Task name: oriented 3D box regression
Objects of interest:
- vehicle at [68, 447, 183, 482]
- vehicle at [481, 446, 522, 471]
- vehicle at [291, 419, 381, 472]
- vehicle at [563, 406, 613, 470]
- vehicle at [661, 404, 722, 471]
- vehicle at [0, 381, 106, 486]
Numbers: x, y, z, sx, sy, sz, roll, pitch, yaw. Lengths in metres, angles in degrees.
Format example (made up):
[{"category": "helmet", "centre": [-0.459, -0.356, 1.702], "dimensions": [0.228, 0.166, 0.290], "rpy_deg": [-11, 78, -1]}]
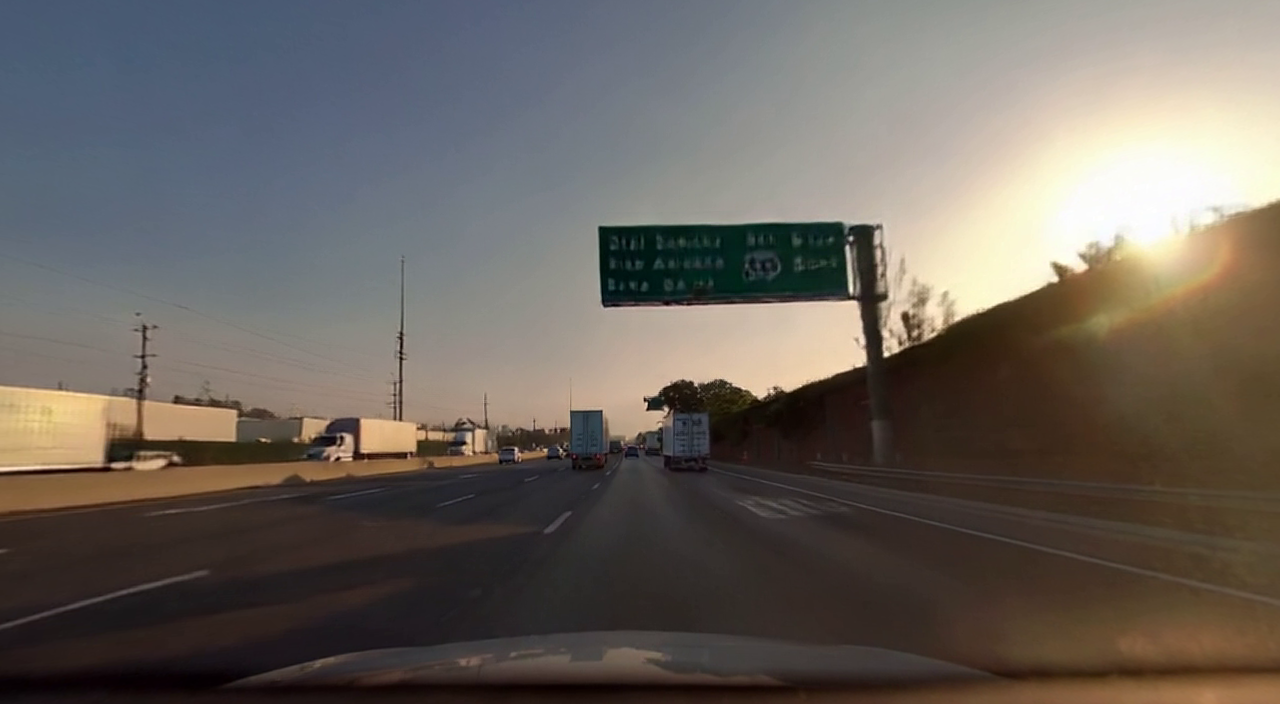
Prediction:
[{"category": "vehicle", "centre": [-26.761, 5.840, 33.155], "dimensions": [1.780, 1.632, 4.772], "rpy_deg": [0, -9, 4]}, {"category": "vehicle", "centre": [-9.972, 7.693, 45.861], "dimensions": [2.132, 1.679, 4.045], "rpy_deg": [0, -9, -1]}, {"category": "vehicle", "centre": [-23.464, 7.298, 49.397], "dimensions": [3.052, 3.783, 7.778], "rpy_deg": [0, -9, 0]}, {"category": "vehicle", "centre": [-3.650, 6.484, 47.798], "dimensions": [2.848, 4.098, 13.421], "rpy_deg": [0, -8, -1]}, {"category": "vehicle", "centre": [3.433, 6.330, 46.622], "dimensions": [2.908, 3.898, 17.275], "rpy_deg": [1, -8, 0]}, {"category": "vehicle", "centre": [-23.129, 2.888, 22.228], "dimensions": [2.698, 3.522, 6.672], "rpy_deg": [0, -9, 0]}]
